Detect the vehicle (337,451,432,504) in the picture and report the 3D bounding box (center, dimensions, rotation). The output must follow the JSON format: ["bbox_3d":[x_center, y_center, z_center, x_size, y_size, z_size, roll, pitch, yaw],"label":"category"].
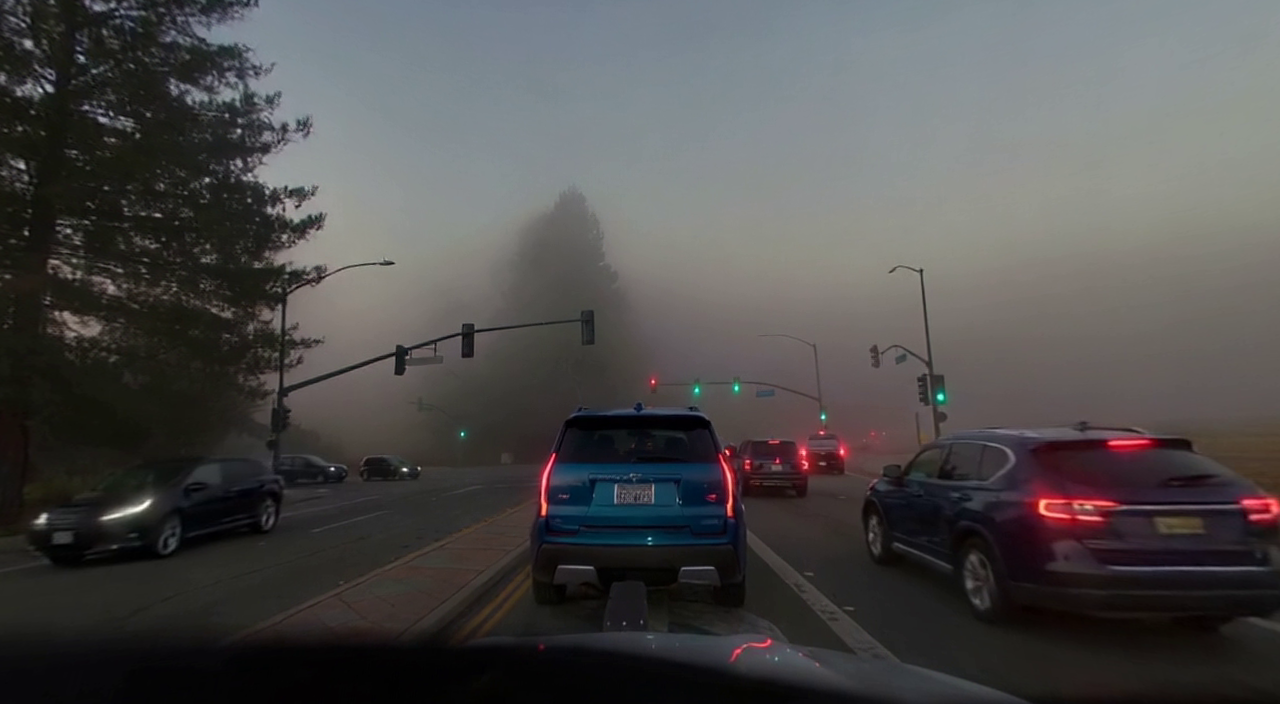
[{"bbox_3d":[-8.398,4.113,21.200,2.265,1.458,4.559,2,-9,-14],"label":"vehicle"}]

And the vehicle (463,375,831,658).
[{"bbox_3d":[0.041,1.330,6.113,2.298,1.770,4.138,0,-8,0],"label":"vehicle"}]

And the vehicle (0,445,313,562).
[{"bbox_3d":[-8.452,2.588,11.713,2.026,1.680,4.608,-1,-8,4],"label":"vehicle"}]

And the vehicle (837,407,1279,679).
[{"bbox_3d":[3.498,1.357,5.636,2.097,1.473,4.252,0,-8,0],"label":"vehicle"}]
